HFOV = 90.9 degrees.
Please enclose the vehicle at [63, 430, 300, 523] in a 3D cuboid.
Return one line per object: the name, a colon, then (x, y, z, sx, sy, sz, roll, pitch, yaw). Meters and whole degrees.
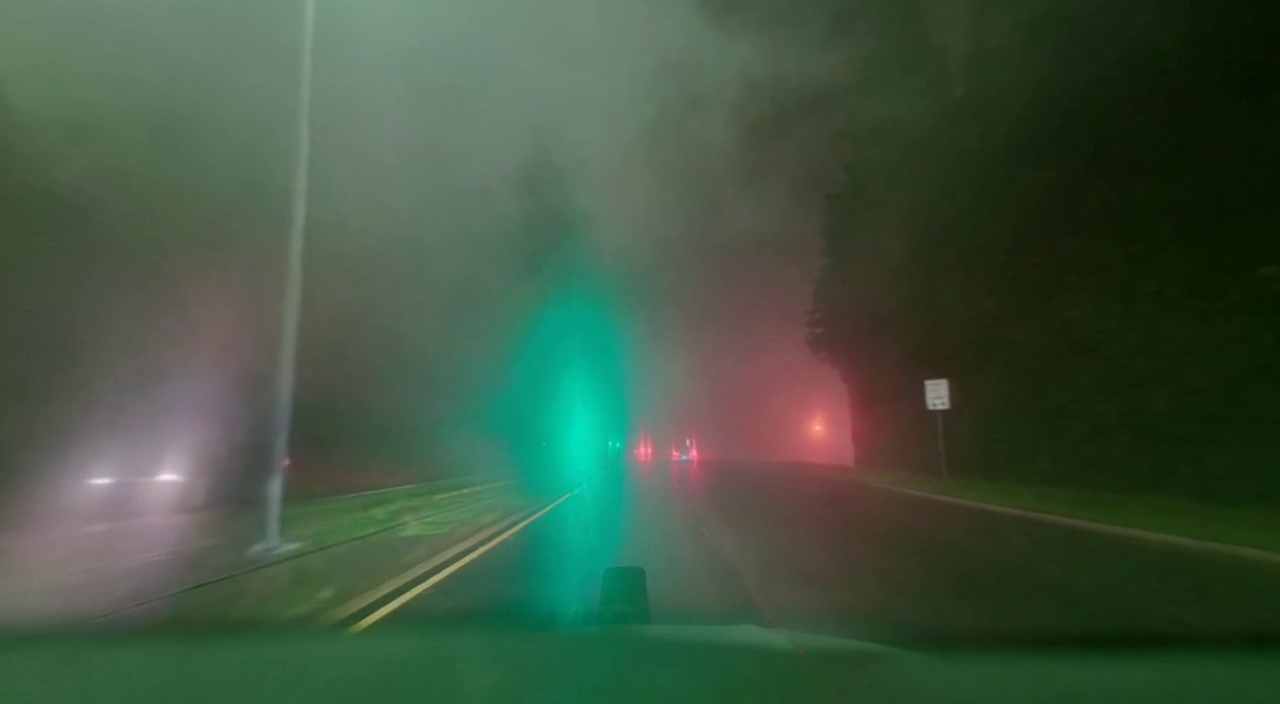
vehicle: (-10.708, 2.923, 15.361, 2.144, 1.835, 4.733, 2, -9, 0)
